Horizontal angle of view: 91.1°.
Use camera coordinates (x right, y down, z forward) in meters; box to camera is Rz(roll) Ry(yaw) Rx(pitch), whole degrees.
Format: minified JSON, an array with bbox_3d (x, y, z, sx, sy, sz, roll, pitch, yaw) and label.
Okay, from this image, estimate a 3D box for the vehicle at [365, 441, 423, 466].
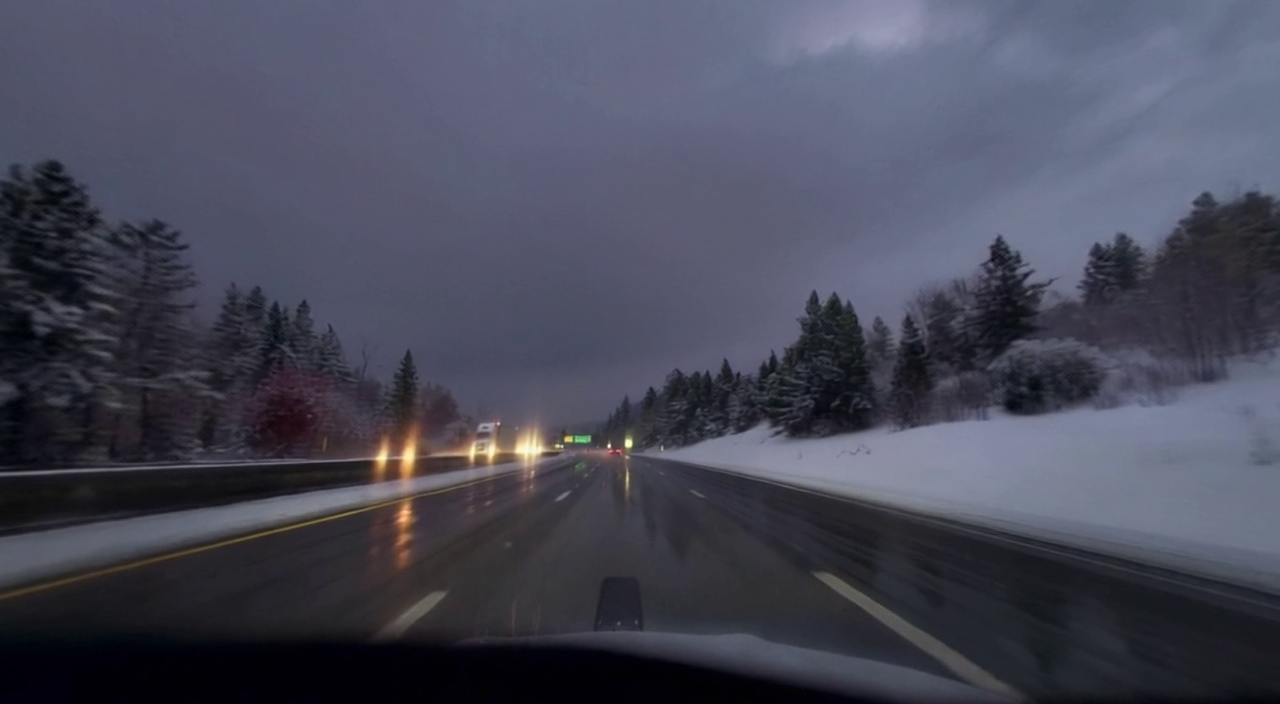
[{"bbox_3d":[-15.978,6.610,41.047,2.073,1.563,4.470,0,-9,-1],"label":"vehicle"}]
